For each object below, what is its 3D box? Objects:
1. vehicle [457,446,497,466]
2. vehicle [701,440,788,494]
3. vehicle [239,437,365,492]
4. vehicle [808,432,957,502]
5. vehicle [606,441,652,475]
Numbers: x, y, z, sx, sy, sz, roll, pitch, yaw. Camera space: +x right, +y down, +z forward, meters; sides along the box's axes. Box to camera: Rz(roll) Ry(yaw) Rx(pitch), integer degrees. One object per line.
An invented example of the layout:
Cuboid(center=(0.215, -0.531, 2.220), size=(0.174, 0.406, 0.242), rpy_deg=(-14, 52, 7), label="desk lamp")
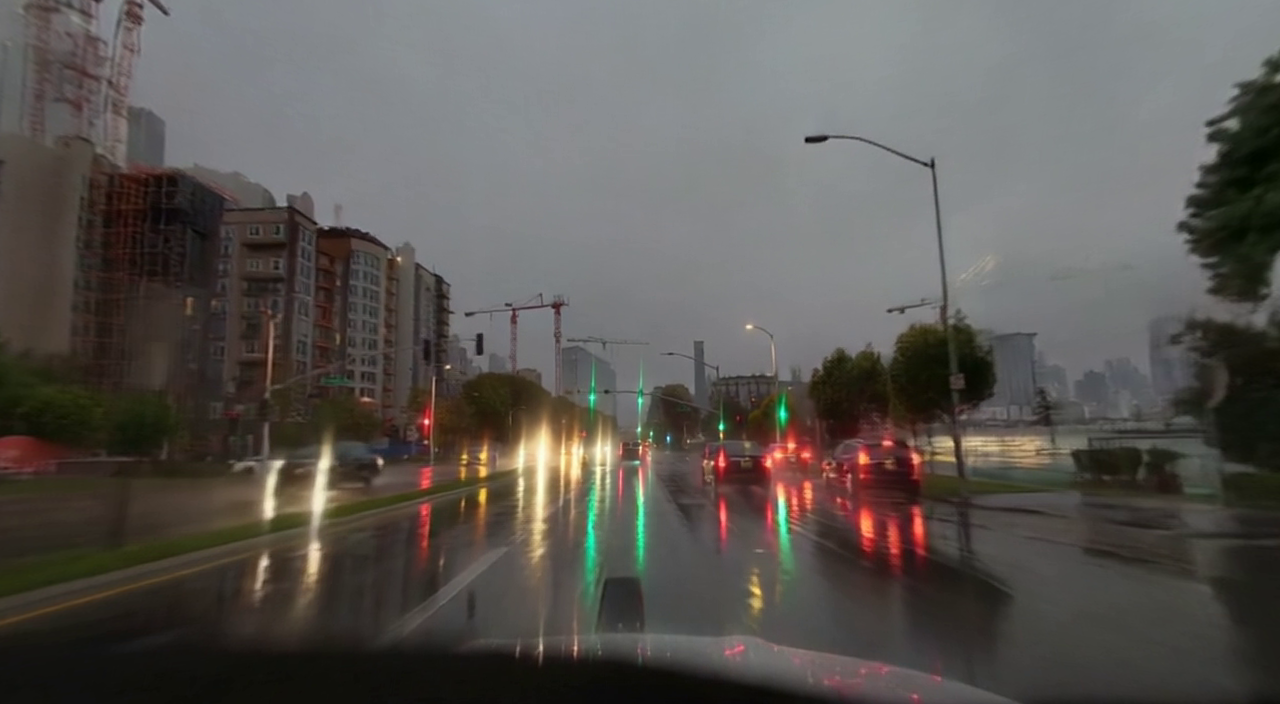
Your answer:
Cuboid(center=(-12.715, 8.103, 49.500), size=(1.943, 1.473, 4.463), rpy_deg=(0, -8, 1), label="vehicle")
Cuboid(center=(3.082, 3.469, 19.478), size=(1.910, 1.474, 4.003), rpy_deg=(0, -8, -2), label="vehicle")
Cuboid(center=(-11.912, 3.980, 22.732), size=(1.975, 1.714, 4.638), rpy_deg=(0, -8, 0), label="vehicle")
Cuboid(center=(7.276, 3.519, 19.809), size=(2.317, 1.852, 5.530), rpy_deg=(0, -9, -2), label="vehicle")
Cuboid(center=(-0.519, 4.962, 29.697), size=(2.006, 1.487, 3.535), rpy_deg=(0, -8, -1), label="vehicle")
